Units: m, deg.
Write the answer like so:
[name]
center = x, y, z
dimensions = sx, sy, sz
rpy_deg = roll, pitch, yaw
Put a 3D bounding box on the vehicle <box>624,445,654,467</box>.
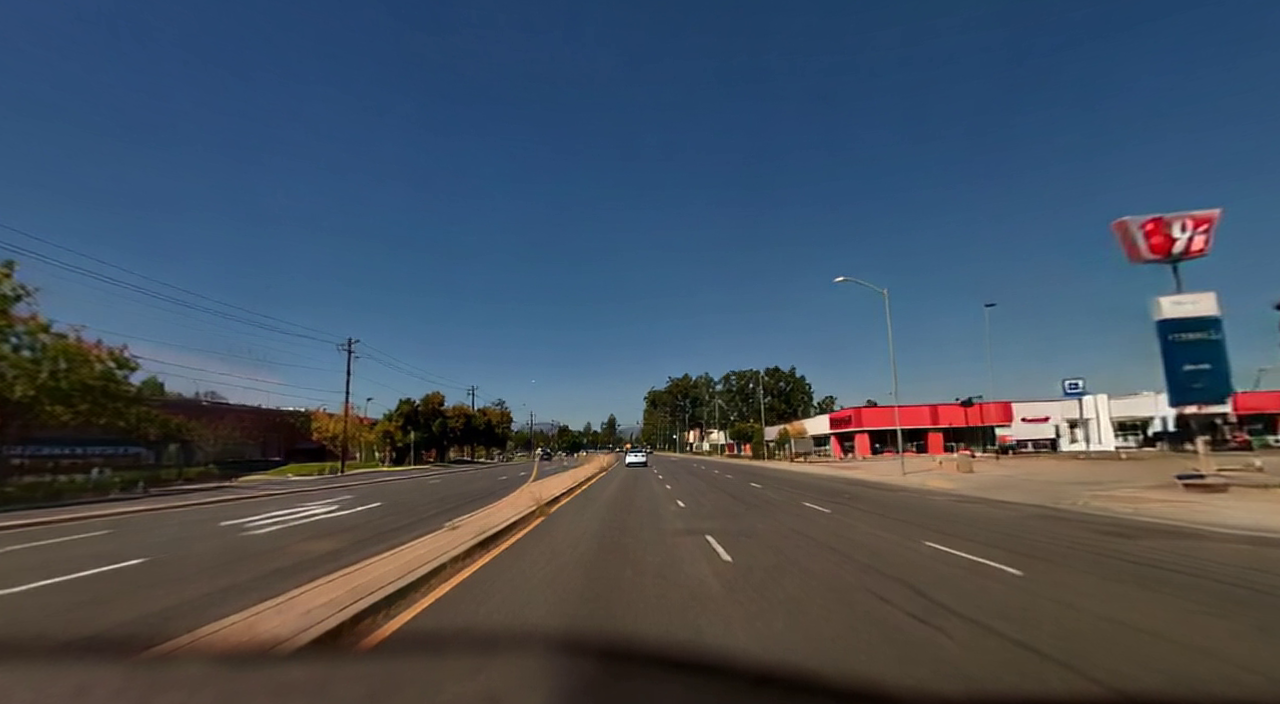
[vehicle]
center = -0.068, 7.314, 44.585
dimensions = 2.027, 1.494, 3.942
rpy_deg = 0, -8, -1
